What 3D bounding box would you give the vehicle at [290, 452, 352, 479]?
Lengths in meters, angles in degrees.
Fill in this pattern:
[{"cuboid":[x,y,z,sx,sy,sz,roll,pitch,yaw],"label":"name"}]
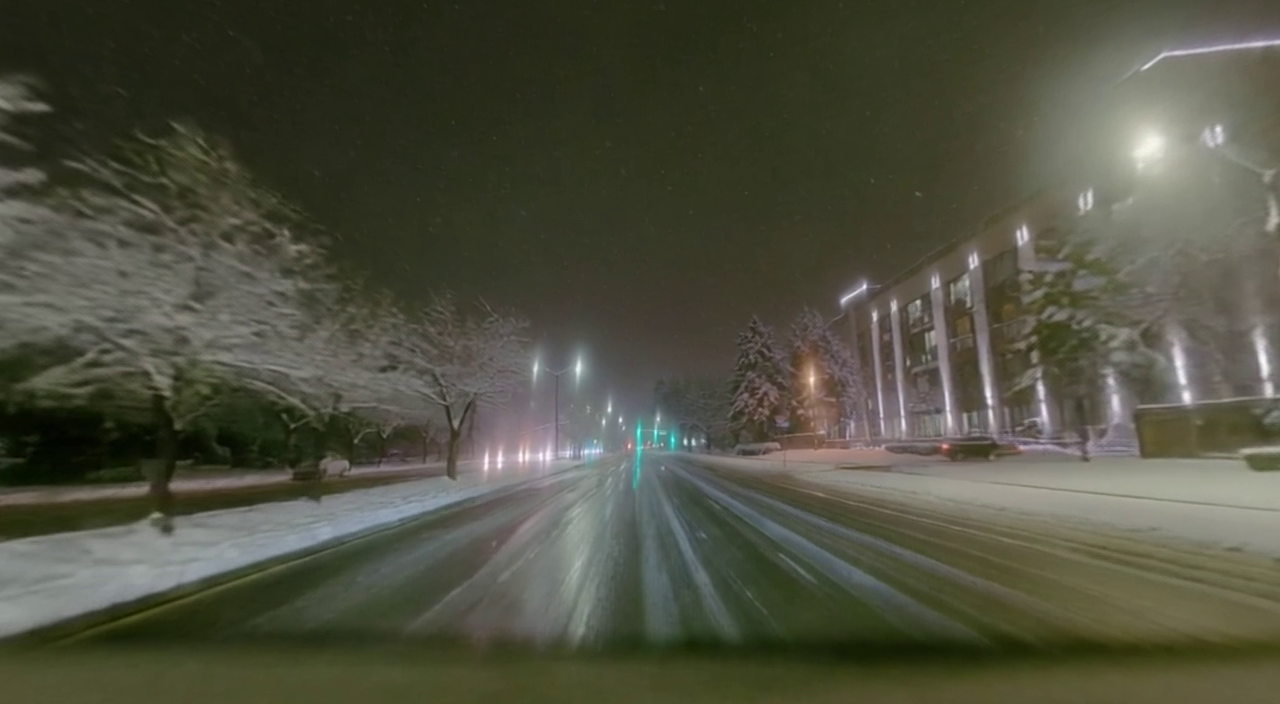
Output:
[{"cuboid":[-22.165,7.874,44.122,1.990,1.650,4.617,0,-8,-1],"label":"vehicle"}]
